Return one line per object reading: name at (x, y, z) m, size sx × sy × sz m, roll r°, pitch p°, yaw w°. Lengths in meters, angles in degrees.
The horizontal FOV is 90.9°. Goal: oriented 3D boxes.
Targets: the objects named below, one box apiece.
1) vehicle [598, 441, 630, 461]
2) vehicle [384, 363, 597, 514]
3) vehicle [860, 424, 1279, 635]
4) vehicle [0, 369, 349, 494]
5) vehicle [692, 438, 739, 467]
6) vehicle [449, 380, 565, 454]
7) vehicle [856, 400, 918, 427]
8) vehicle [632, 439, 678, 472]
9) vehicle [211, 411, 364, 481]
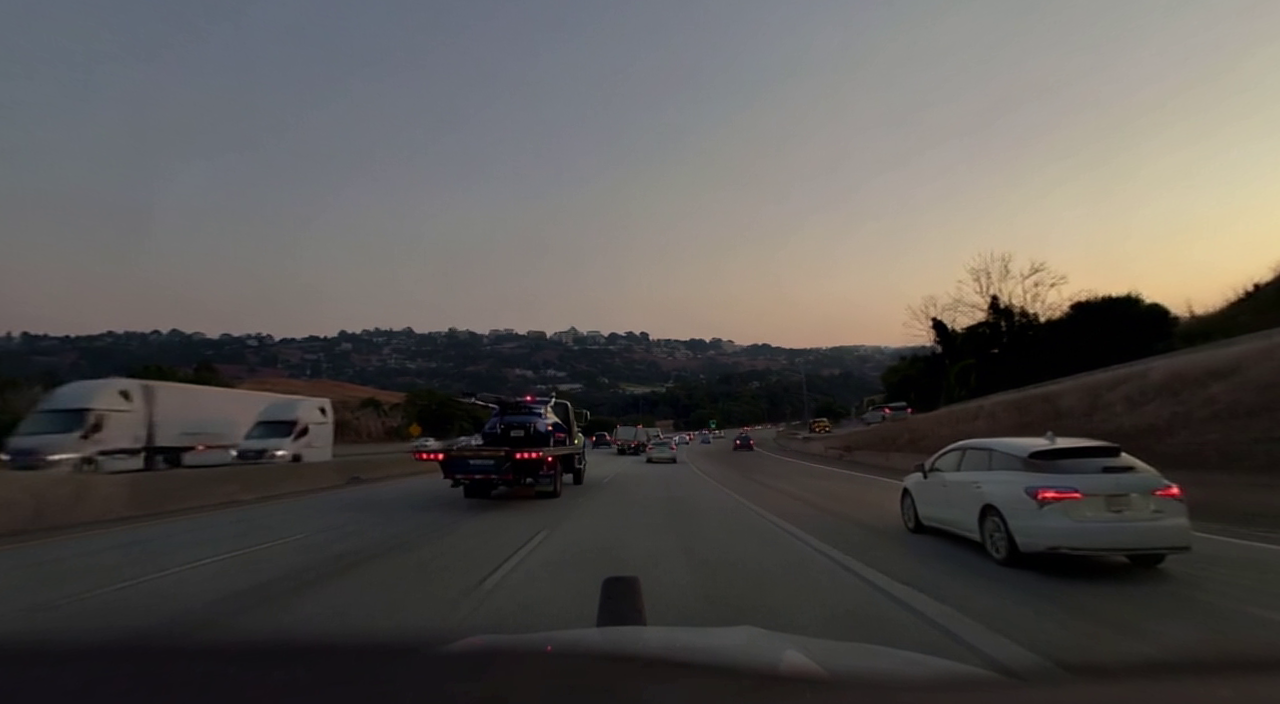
vehicle at (-1.923, 7.462, 47.531) m, size 2.016 × 1.450 × 4.310 m, roll 0°, pitch -8°, yaw 2°
vehicle at (-3.272, 2.427, 17.532) m, size 3.162 × 2.955 × 10.282 m, roll 0°, pitch -8°, yaw 2°
vehicle at (4.220, 1.584, 6.721) m, size 2.040 × 1.481 × 4.260 m, roll 0°, pitch -8°, yaw -3°
vehicle at (-16.623, 3.245, 24.790) m, size 3.195 × 3.540 × 13.835 m, roll 0°, pitch -8°, yaw 3°
vehicle at (4.424, 5.952, 37.648) m, size 2.075 × 1.614 × 4.682 m, roll 0°, pitch -8°, yaw -1°
vehicle at (-3.273, 1.814, 16.617) m, size 1.893 × 1.674 × 4.766 m, roll 0°, pitch -8°, yaw 2°
vehicle at (15.254, 3.870, 39.157) m, size 1.930 × 1.454 × 4.126 m, roll 0°, pitch -9°, yaw -4°
vehicle at (0.714, 4.935, 30.293) m, size 2.079 × 1.499 × 3.915 m, roll 0°, pitch -8°, yaw 1°
vehicle at (-13.211, 3.602, 24.266) m, size 2.548 × 2.365 × 5.452 m, roll 0°, pitch -8°, yaw 2°
